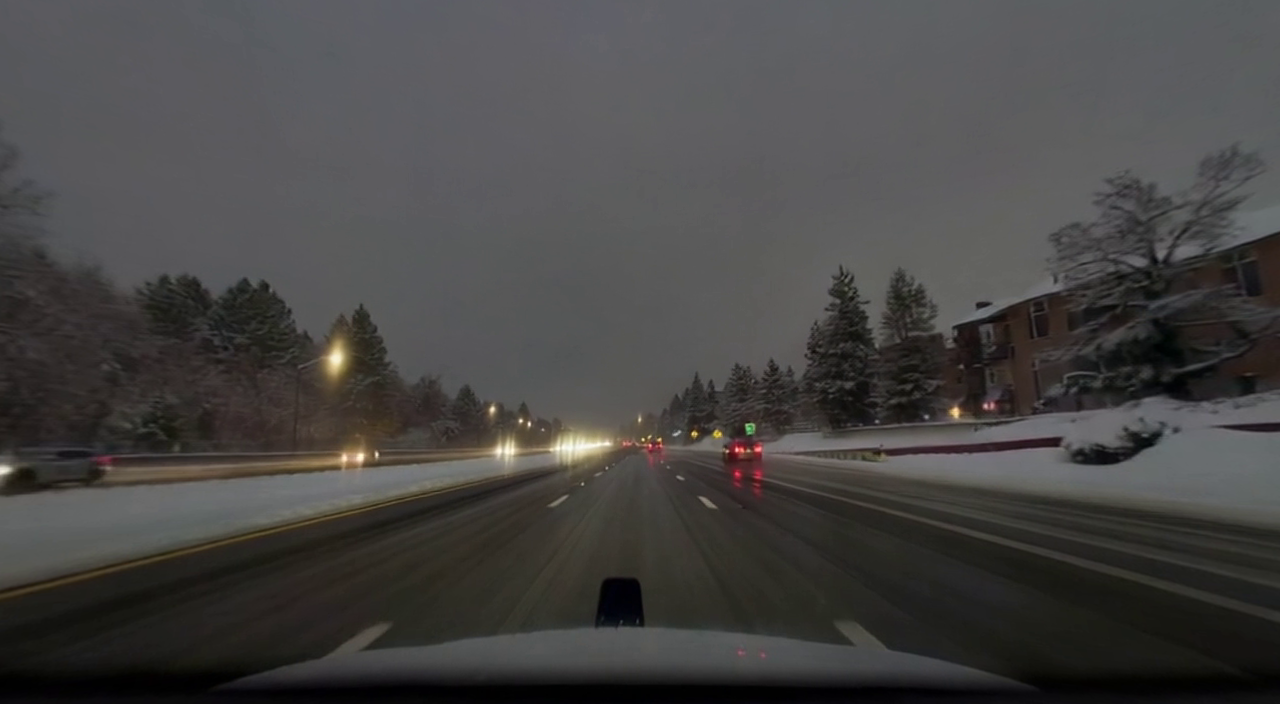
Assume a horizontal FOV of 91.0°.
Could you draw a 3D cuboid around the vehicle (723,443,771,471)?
[{"bbox_3d":[6.520,6.455,38.907,2.085,1.594,4.848,0,-9,0],"label":"vehicle"}]
